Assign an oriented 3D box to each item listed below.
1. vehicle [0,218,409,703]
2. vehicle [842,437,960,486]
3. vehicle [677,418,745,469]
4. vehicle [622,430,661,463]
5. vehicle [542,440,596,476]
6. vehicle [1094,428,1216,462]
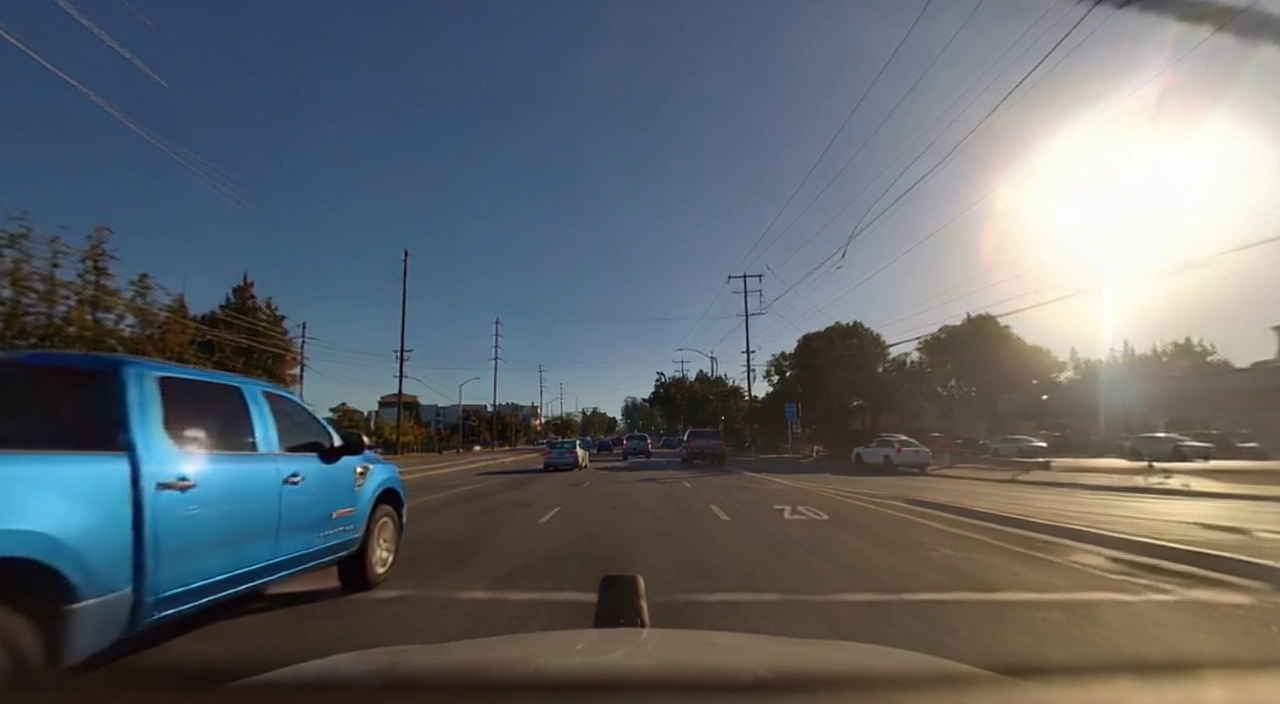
[{"bbox_3d":[-3.686,0.758,3.593,2.402,2.194,6.051,0,-8,0],"label":"vehicle"},{"bbox_3d":[9.589,4.054,23.637,2.010,1.633,4.246,1,-9,-11],"label":"vehicle"},{"bbox_3d":[4.040,5.427,37.537,2.905,2.636,6.895,-2,-8,-2],"label":"vehicle"},{"bbox_3d":[0.083,6.792,45.358,2.643,2.145,5.585,0,-9,0],"label":"vehicle"},{"bbox_3d":[-3.139,4.797,28.783,1.939,1.494,4.499,0,-9,0],"label":"vehicle"},{"bbox_3d":[27.566,5.013,33.953,2.012,1.701,4.524,5,-10,-32],"label":"vehicle"}]
